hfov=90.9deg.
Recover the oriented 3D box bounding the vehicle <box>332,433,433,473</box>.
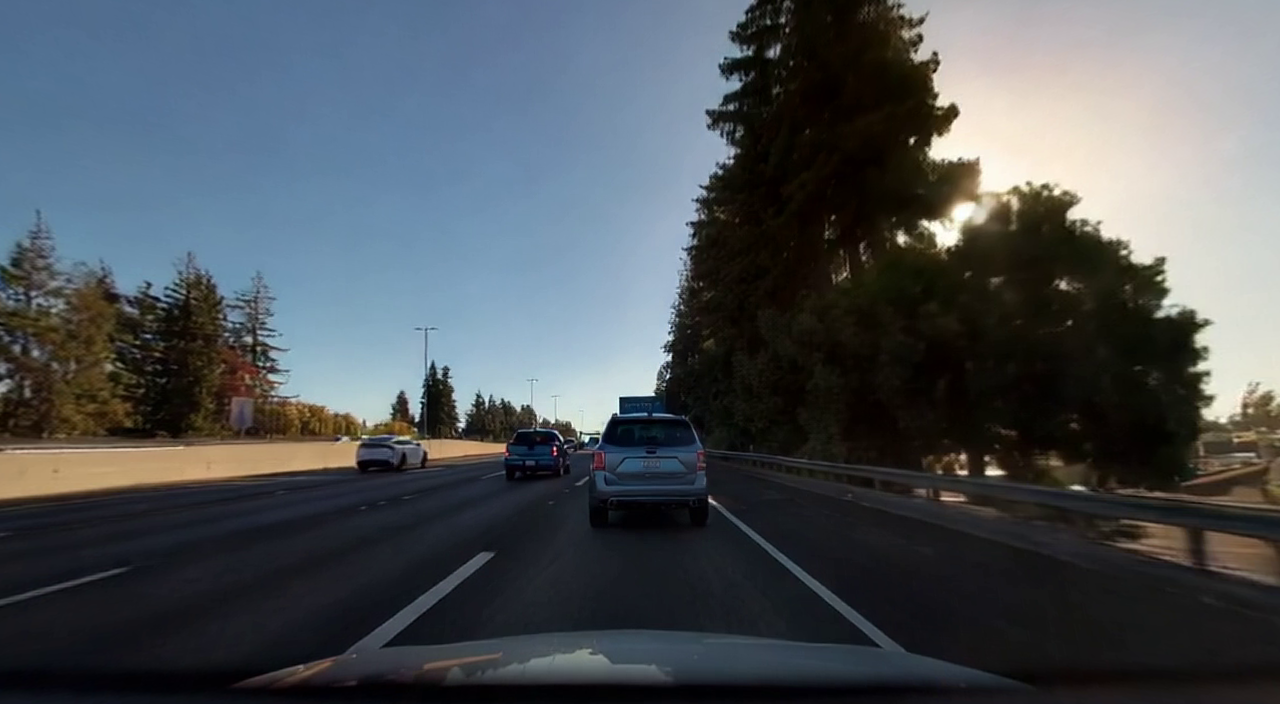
[{"bbox_3d":[-10.303,4.085,25.684,2.002,1.484,4.798,0,-8,1],"label":"vehicle"}]

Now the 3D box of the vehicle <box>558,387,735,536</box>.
[{"bbox_3d":[0.094,1.832,11.025,2.395,2.013,4.734,0,-8,0],"label":"vehicle"}]

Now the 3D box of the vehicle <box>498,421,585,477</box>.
[{"bbox_3d":[-3.779,3.887,25.388,2.486,1.962,5.525,0,-8,1],"label":"vehicle"}]
